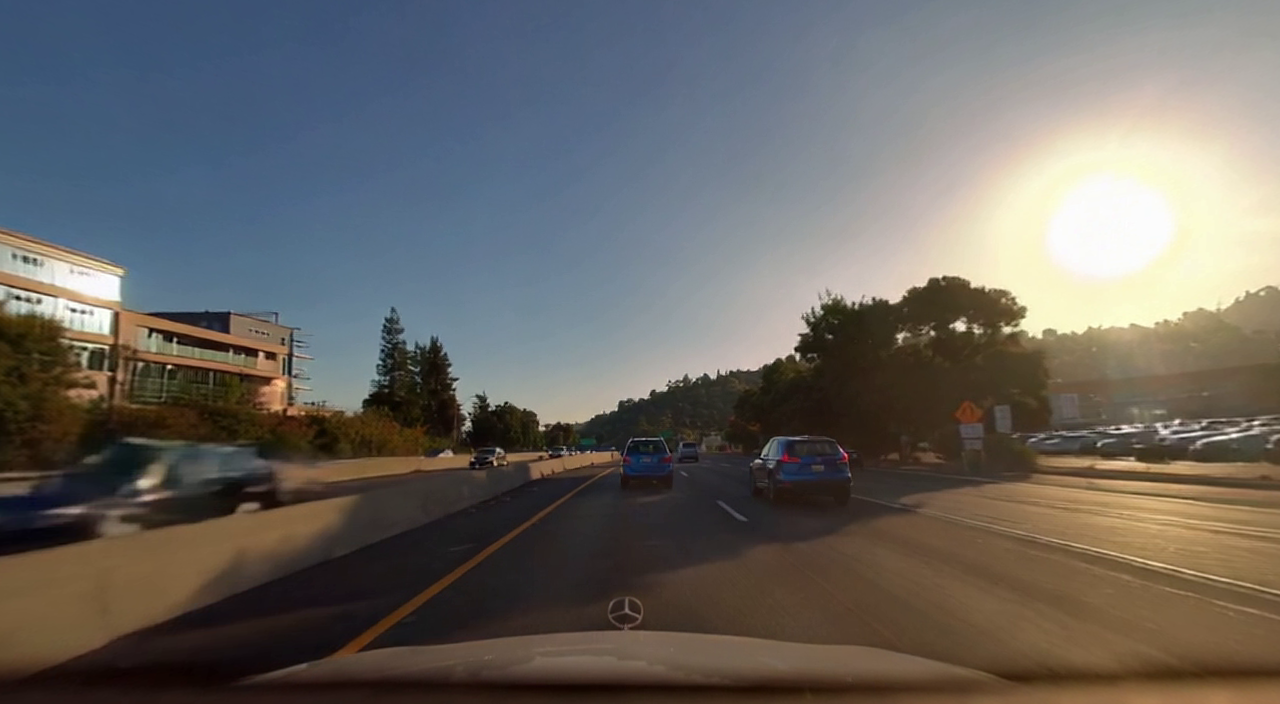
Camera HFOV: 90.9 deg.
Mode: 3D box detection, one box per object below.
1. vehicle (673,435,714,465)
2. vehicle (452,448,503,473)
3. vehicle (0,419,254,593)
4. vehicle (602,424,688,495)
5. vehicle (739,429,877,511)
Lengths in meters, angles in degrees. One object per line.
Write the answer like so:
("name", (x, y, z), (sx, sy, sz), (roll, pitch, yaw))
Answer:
("vehicle", (3.794, 7.113, 45.773), (2.328, 1.987, 5.440), (0, -9, -2))
("vehicle", (-10.444, 7.008, 40.927), (2.051, 1.476, 4.379), (0, -9, 1))
("vehicle", (-7.118, 1.669, 7.368), (2.201, 1.622, 4.716), (0, -9, 0))
("vehicle", (0.148, 3.206, 19.060), (2.290, 1.862, 4.454), (0, -9, 0))
("vehicle", (3.641, 2.650, 14.565), (2.042, 1.592, 4.047), (0, -9, 0))
